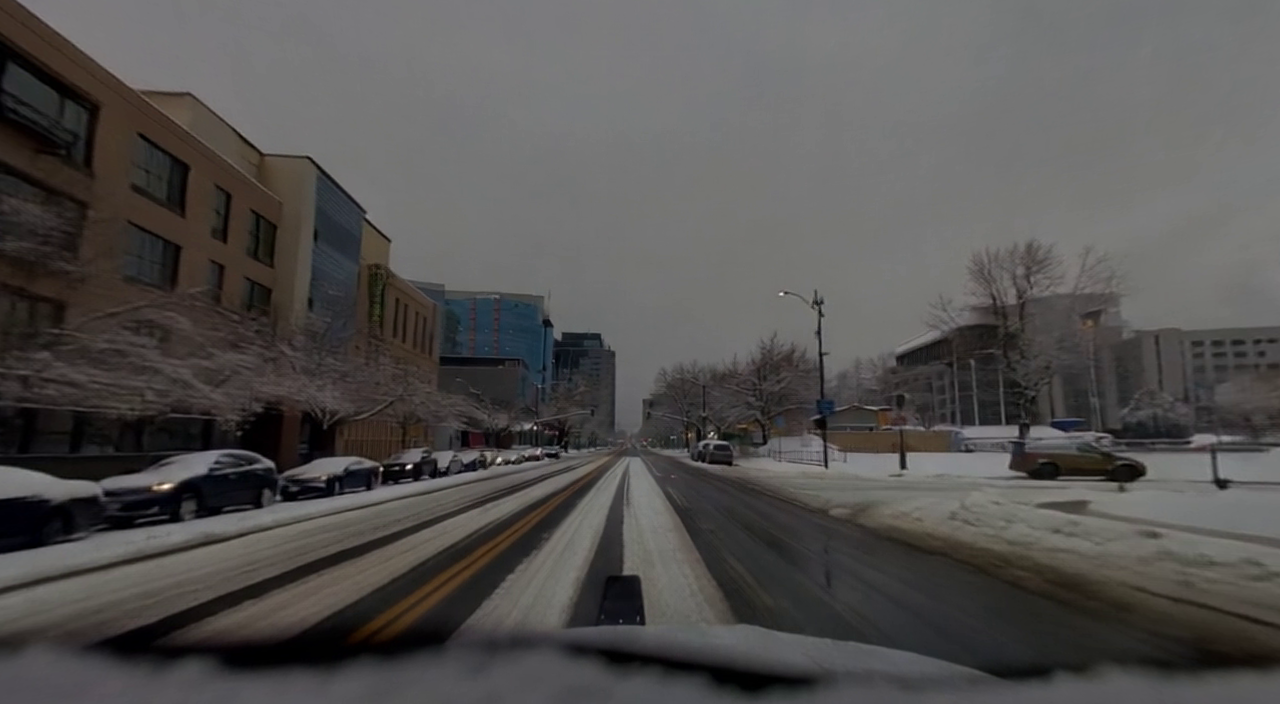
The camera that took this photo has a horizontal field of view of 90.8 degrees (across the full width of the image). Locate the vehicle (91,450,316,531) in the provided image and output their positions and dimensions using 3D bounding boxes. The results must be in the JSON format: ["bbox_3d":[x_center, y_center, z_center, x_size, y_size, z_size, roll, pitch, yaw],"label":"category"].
[{"bbox_3d":[-10.022,3.163,15.146,1.918,1.535,4.834,-1,-8,1],"label":"vehicle"}]

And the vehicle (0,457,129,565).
[{"bbox_3d":[-10.011,2.242,8.624,1.959,1.451,4.990,0,-8,-1],"label":"vehicle"}]

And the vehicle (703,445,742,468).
[{"bbox_3d":[5.926,7.585,46.099,2.038,1.482,4.994,0,-8,-2],"label":"vehicle"}]

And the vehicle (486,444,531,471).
[{"bbox_3d":[-10.091,8.102,48.862,2.228,1.863,5.407,-1,-8,1],"label":"vehicle"}]

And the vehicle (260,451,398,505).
[{"bbox_3d":[-10.075,4.090,21.000,2.010,1.476,4.871,-1,-8,2],"label":"vehicle"}]

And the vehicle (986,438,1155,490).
[{"bbox_3d":[15.962,4.172,23.646,4.625,1.797,2.266,0,-9,-1],"label":"vehicle"}]

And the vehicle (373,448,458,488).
[{"bbox_3d":[-10.188,5.274,29.172,1.995,1.564,5.321,0,-8,0],"label":"vehicle"}]
